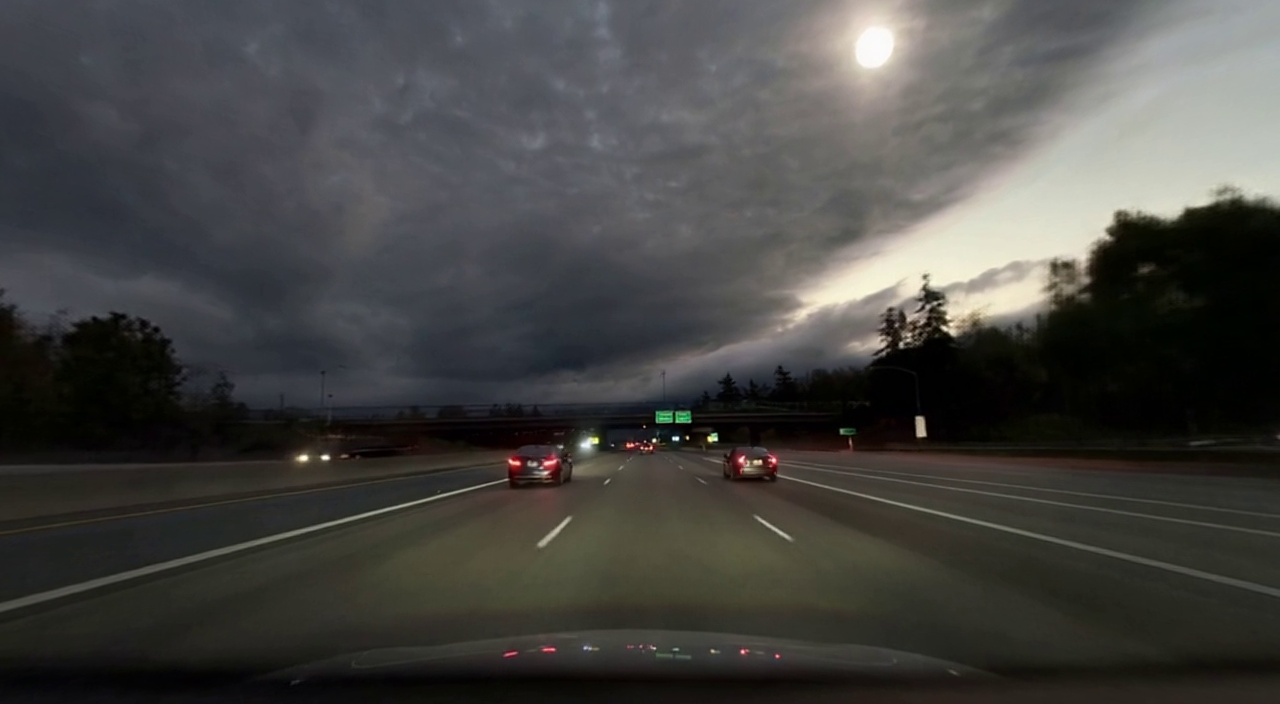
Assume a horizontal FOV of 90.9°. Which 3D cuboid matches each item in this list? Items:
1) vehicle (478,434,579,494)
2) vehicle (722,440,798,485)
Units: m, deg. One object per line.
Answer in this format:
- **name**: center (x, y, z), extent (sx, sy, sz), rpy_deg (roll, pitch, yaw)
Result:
- **vehicle**: center (-3.467, 3.603, 20.739), extent (2.259, 1.706, 4.924), rpy_deg (0, -8, 2)
- **vehicle**: center (4.264, 3.995, 23.111), extent (1.908, 1.483, 4.259), rpy_deg (0, -8, -1)
